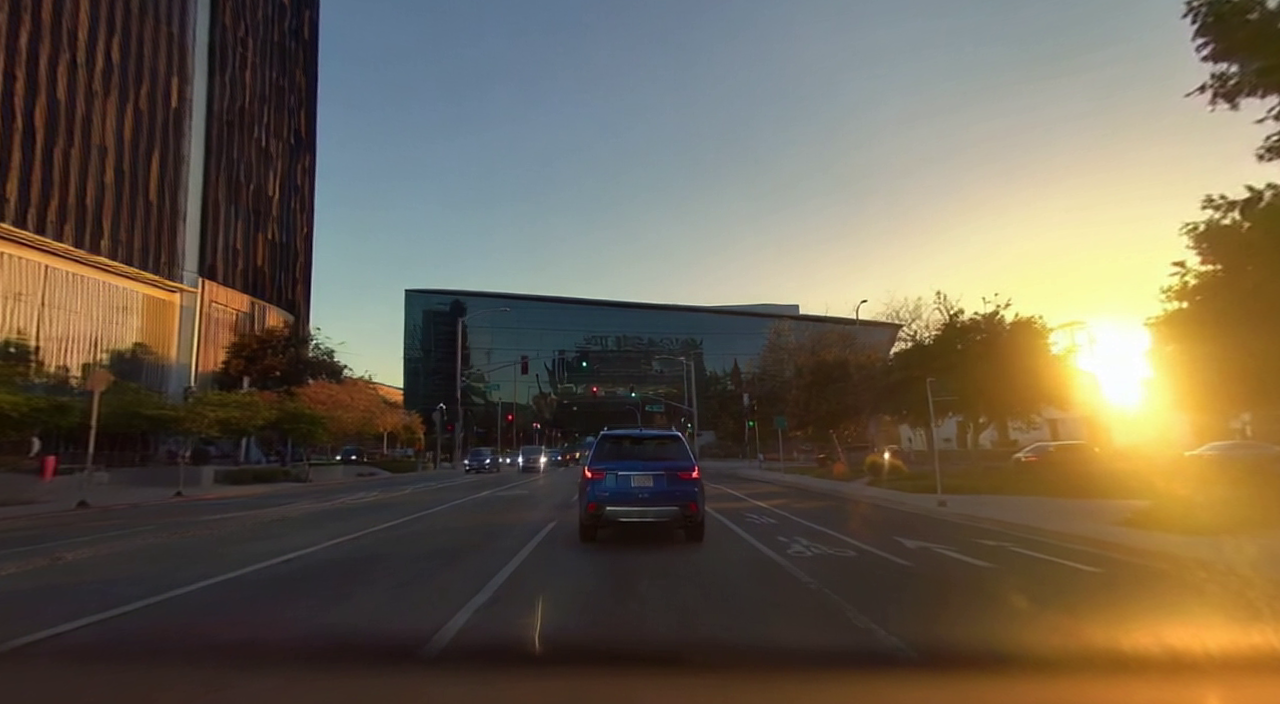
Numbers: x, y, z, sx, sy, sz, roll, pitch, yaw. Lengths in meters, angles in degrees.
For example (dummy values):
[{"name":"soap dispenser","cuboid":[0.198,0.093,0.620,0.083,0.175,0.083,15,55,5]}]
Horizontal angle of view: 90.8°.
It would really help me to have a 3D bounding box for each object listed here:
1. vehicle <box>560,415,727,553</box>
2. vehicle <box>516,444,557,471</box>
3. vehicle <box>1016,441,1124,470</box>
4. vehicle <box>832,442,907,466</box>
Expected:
[{"name":"vehicle","cuboid":[-0.038,2.025,10.355,2.183,1.765,4.059,0,-8,-2]},{"name":"vehicle","cuboid":[-6.751,6.890,41.486,2.028,1.655,4.189,0,-9,-1]},{"name":"vehicle","cuboid":[24.519,5.920,36.115,4.571,1.558,2.171,0,-9,-2]},{"name":"vehicle","cuboid":[15.671,6.968,43.262,4.422,1.563,1.751,0,-9,-2]}]
